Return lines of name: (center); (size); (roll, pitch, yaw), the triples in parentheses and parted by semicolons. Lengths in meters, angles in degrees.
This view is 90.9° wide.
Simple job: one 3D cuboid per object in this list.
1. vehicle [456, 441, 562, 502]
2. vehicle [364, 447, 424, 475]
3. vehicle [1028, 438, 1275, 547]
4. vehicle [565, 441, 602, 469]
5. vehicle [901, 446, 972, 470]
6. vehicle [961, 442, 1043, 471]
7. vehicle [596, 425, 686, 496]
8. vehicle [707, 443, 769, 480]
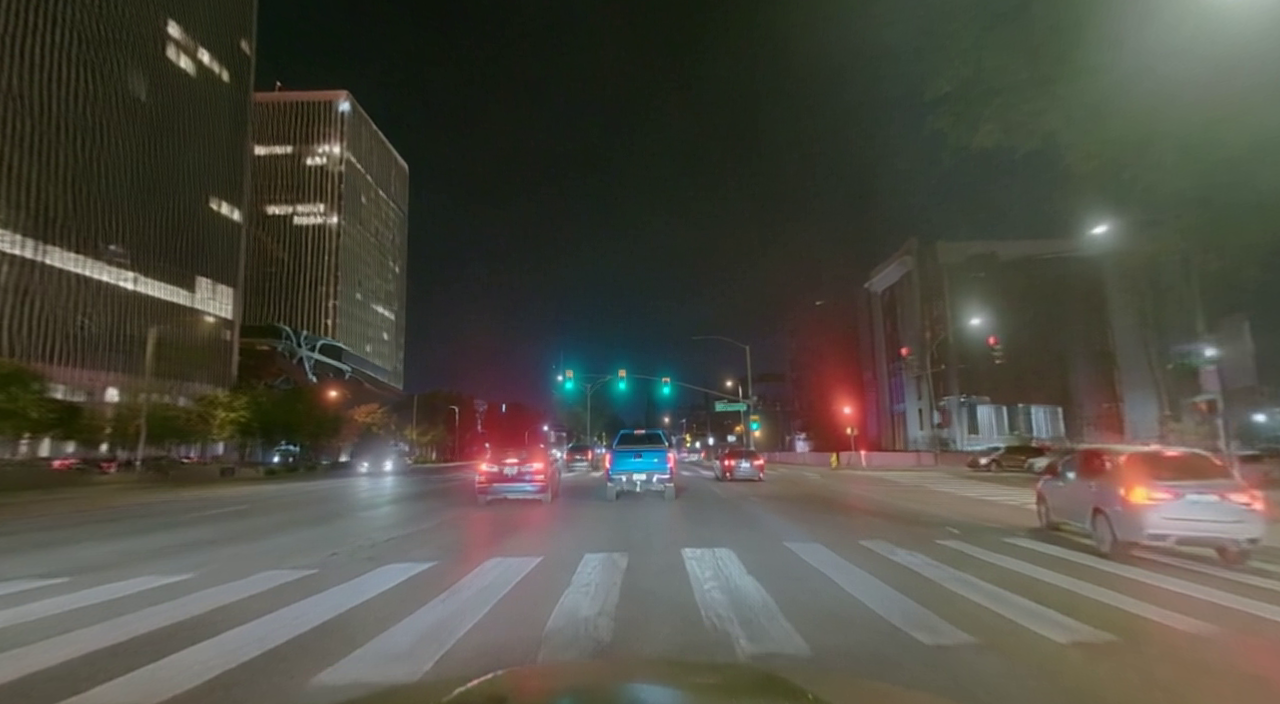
vehicle: (-3.518, 3.288, 17.875); (1.986, 1.465, 4.509); (0, -8, 1)
vehicle: (-15.852, 6.996, 40.911); (2.012, 1.674, 4.522); (0, -8, 1)
vehicle: (10.147, 2.727, 13.117); (2.126, 1.820, 4.521); (-2, -9, 14)
vehicle: (-3.654, 6.704, 41.213); (2.018, 1.700, 4.142); (0, -8, 0)
vehicle: (19.911, 7.069, 42.338); (4.417, 1.492, 1.943); (4, -9, -27)
vehicle: (23.072, 6.606, 40.104); (4.786, 1.777, 2.248); (4, -10, -29)
vehicle: (0.031, 3.359, 19.935); (2.493, 1.934, 4.957); (0, -8, 0)
vehicle: (4.288, 4.838, 28.198); (1.968, 1.472, 4.456); (0, -8, -1)
